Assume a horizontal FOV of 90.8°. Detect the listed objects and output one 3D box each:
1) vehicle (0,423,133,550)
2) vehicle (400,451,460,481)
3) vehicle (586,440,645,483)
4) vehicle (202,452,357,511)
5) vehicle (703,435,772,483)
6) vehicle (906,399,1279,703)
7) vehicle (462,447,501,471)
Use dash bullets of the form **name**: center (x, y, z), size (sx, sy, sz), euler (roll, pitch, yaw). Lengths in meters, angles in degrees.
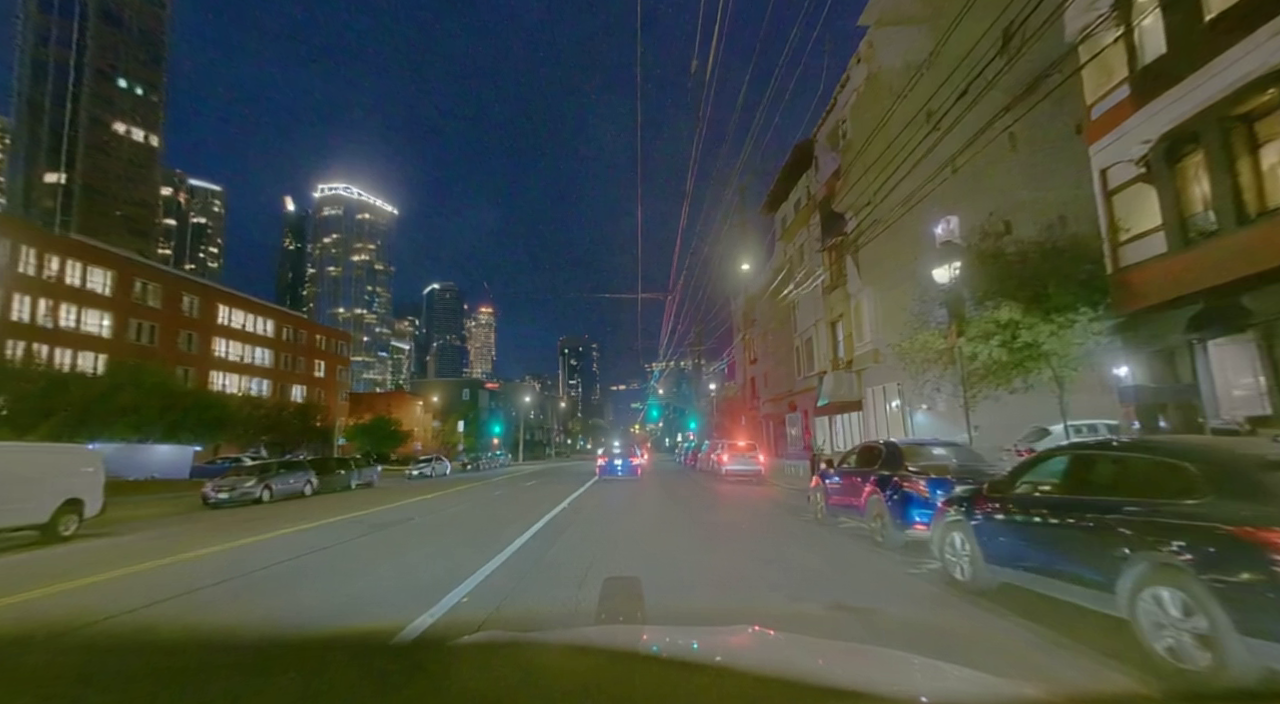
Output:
- **vehicle**: center (-11.833, 2.312, 10.375), size (2.312, 2.106, 5.718), euler (-5, -9, 0)
- **vehicle**: center (-12.014, 6.505, 36.404), size (1.868, 1.491, 4.367), euler (-4, -9, 1)
- **vehicle**: center (-0.849, 4.087, 23.844), size (2.019, 1.453, 4.603), euler (0, -9, 0)
- **vehicle**: center (-11.968, 4.299, 21.564), size (2.242, 1.534, 5.414), euler (-4, -9, -1)
- **vehicle**: center (3.738, 4.201, 25.068), size (1.967, 1.721, 4.410), euler (0, -9, -1)
- **vehicle**: center (4.017, 1.315, 4.945), size (1.941, 1.575, 4.315), euler (0, -9, 0)
- **vehicle**: center (-12.071, 8.160, 48.326), size (2.011, 1.687, 4.079), euler (-2, -9, -2)
